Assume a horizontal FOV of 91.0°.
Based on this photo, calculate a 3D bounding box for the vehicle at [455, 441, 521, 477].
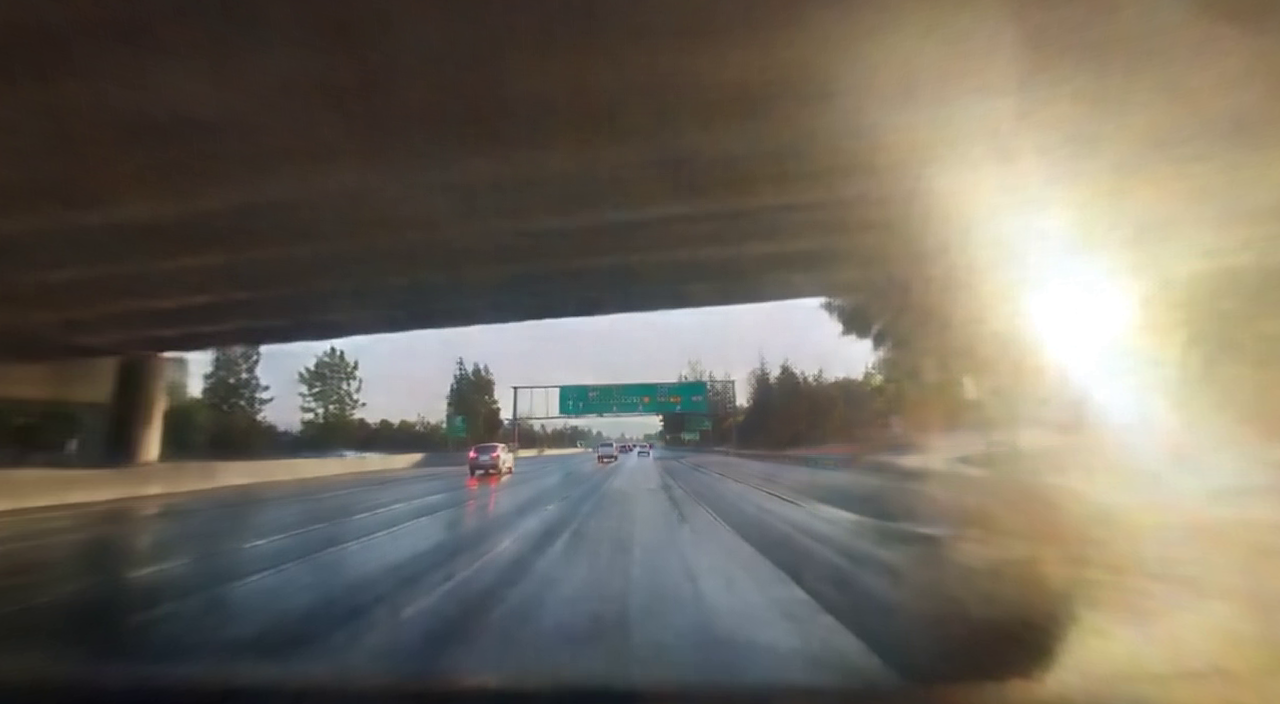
[{"bbox_3d":[-6.967,4.935,29.297,1.985,1.513,4.172,0,-9,1],"label":"vehicle"}]

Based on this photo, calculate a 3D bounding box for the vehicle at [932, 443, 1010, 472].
[{"bbox_3d":[18.670,5.958,35.808,1.989,1.529,4.791,0,-9,2],"label":"vehicle"}]
